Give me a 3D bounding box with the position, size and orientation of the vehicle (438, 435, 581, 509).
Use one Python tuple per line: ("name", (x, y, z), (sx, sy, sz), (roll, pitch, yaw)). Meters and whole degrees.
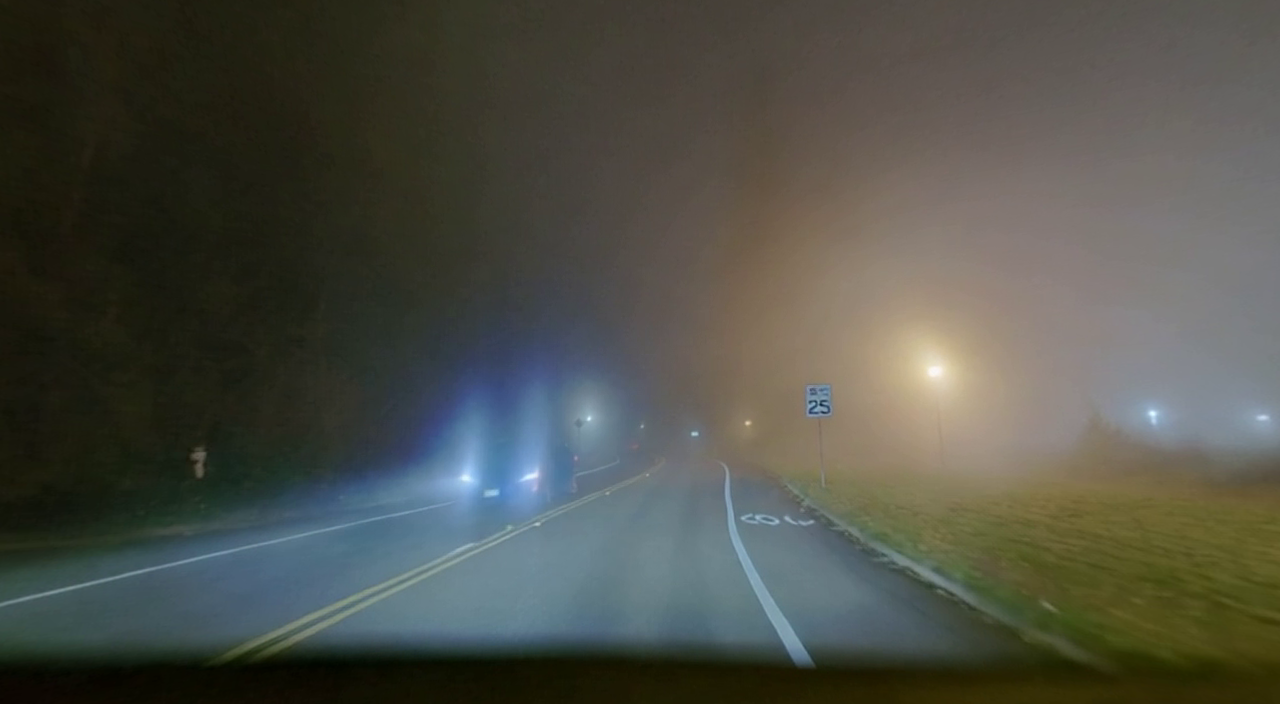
("vehicle", (-2.905, 2.799, 15.156), (2.190, 1.499, 4.209), (-1, -9, 6))
